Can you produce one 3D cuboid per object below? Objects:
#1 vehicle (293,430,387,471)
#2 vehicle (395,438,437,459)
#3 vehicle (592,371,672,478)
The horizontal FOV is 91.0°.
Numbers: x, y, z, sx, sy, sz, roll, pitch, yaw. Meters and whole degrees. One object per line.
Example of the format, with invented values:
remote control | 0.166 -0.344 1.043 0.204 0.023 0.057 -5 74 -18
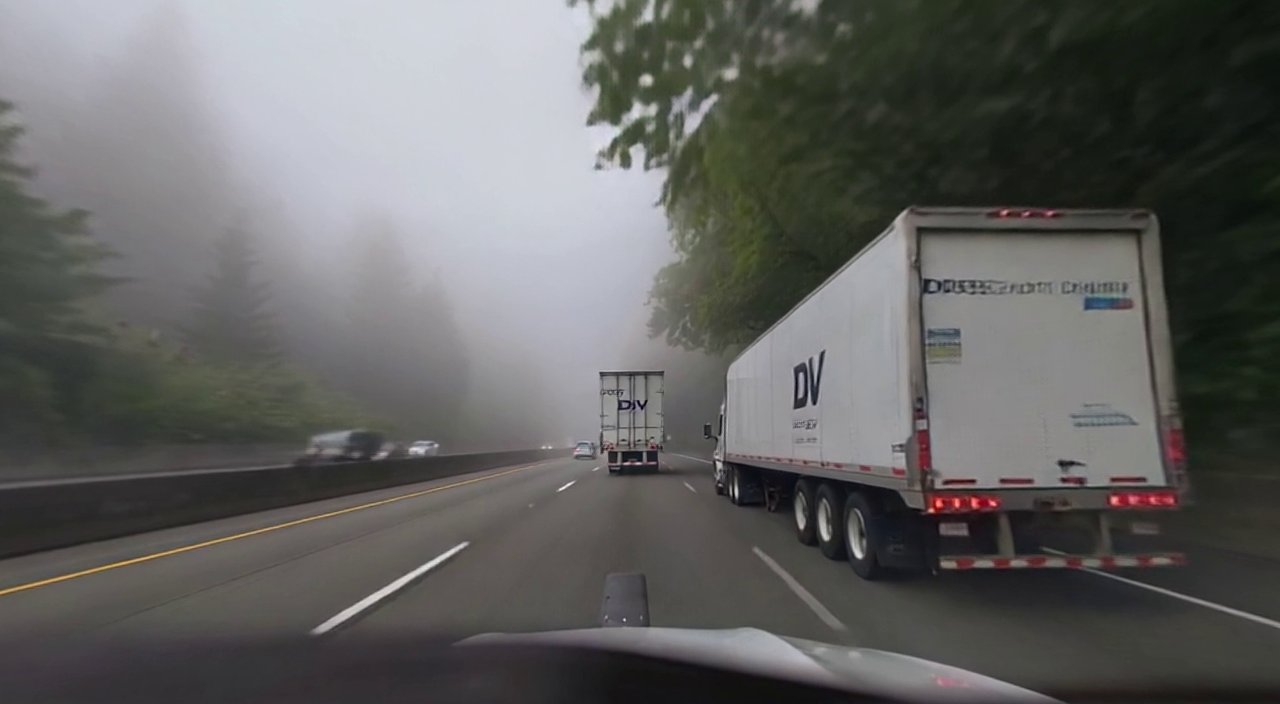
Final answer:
vehicle | -12.610 4.169 26.829 1.891 1.563 4.247 0 -8 0
vehicle | -17.236 7.442 48.703 1.748 1.494 3.990 0 -8 0
vehicle | -0.394 3.419 28.599 2.969 3.957 10.270 0 -8 -1
